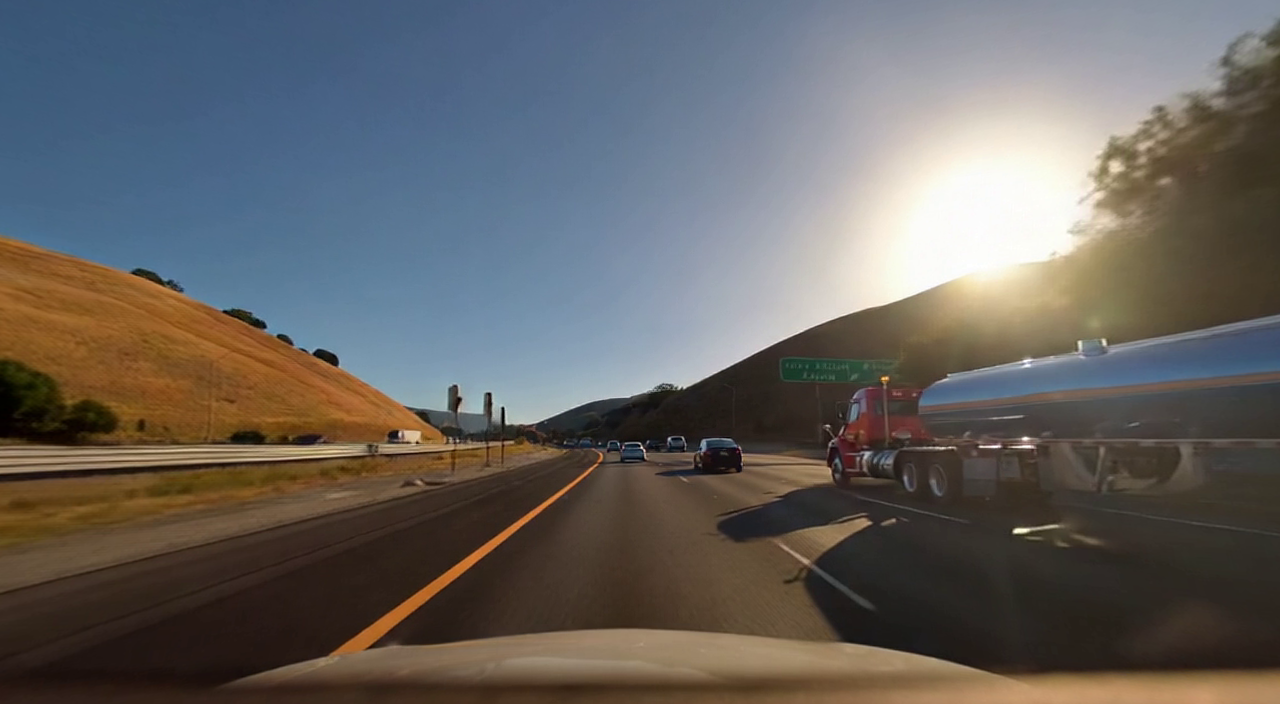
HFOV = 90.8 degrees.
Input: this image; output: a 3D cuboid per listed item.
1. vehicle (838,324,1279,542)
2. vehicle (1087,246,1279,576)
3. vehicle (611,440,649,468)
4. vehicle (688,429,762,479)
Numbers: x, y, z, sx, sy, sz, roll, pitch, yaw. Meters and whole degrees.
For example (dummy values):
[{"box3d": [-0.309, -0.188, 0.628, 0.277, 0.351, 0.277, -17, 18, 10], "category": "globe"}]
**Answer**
[{"box3d": [7.351, 1.785, 13.467, 2.880, 2.975, 9.608, 0, -9, -2], "category": "vehicle"}, {"box3d": [7.677, 0.209, 3.733, 2.805, 3.212, 9.978, 0, -9, 1], "category": "vehicle"}, {"box3d": [-0.608, 5.807, 36.149, 2.083, 1.477, 3.965, 0, -9, -2], "category": "vehicle"}, {"box3d": [3.247, 4.026, 25.111, 2.098, 1.794, 4.561, 0, -9, -2], "category": "vehicle"}]
